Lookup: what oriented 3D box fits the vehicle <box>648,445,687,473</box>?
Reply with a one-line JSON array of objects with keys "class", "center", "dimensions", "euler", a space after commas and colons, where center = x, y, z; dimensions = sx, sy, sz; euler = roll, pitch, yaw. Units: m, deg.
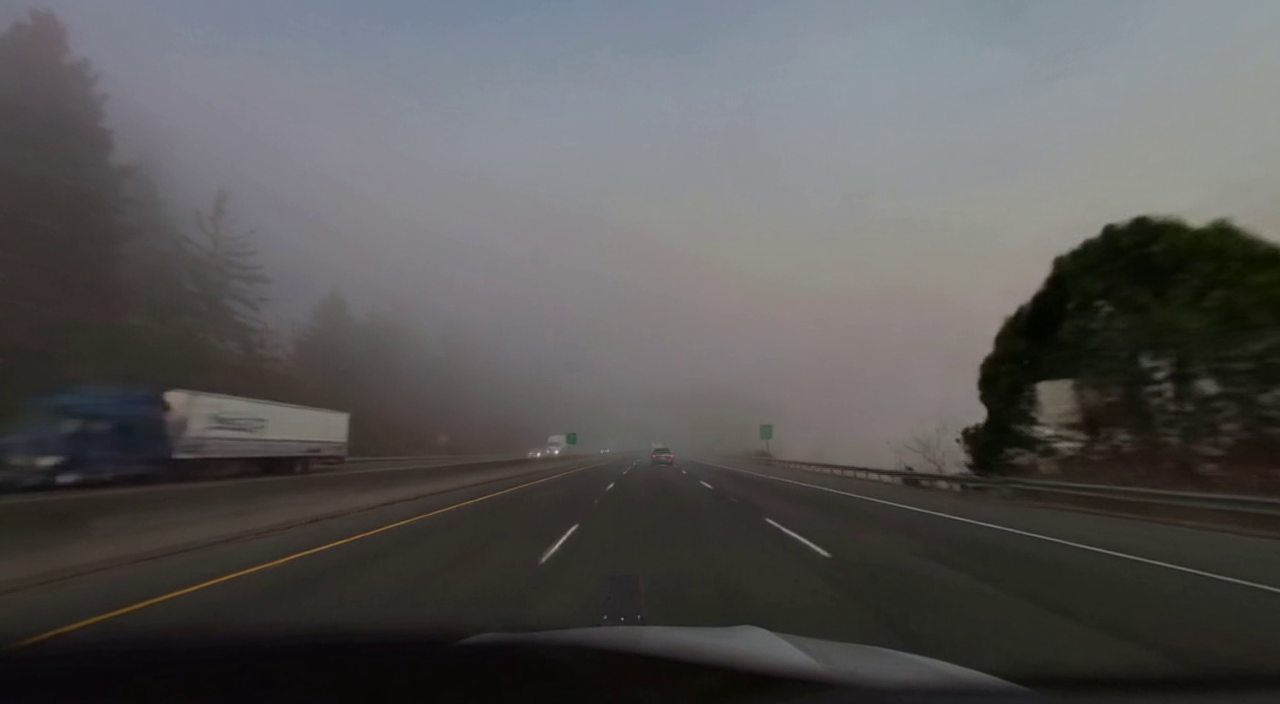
[{"class": "vehicle", "center": [1.671, 6.741, 39.881], "dimensions": [2.231, 1.652, 4.503], "euler": [0, -9, 0]}]

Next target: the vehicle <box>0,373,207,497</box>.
[{"class": "vehicle", "center": [-19.369, 3.025, 22.649], "dimensions": [3.144, 3.853, 5.859], "euler": [0, -9, 1]}]
